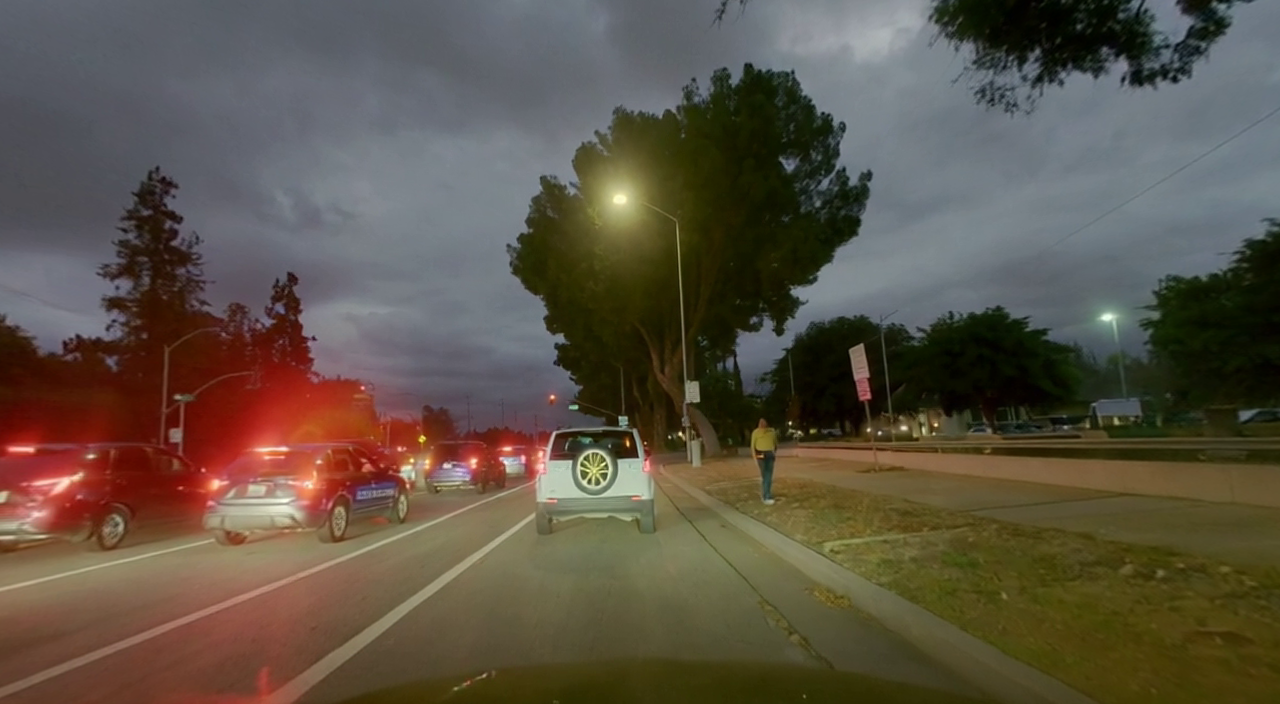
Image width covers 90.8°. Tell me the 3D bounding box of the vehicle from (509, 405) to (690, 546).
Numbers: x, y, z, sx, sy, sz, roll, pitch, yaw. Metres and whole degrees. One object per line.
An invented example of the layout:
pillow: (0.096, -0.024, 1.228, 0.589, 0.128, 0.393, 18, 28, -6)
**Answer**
vehicle: (-0.594, 1.941, 10.510, 2.368, 1.829, 4.293, 0, -9, -2)

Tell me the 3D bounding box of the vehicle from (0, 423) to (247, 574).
vehicle: (-8.811, 2.148, 10.106, 2.013, 1.826, 4.592, 0, -9, 1)

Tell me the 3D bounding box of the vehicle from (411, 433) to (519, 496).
vehicle: (-5.468, 3.570, 20.448, 2.188, 1.774, 4.477, 0, -9, 0)

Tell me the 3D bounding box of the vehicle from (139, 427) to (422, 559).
vehicle: (-5.417, 2.155, 10.440, 2.010, 1.674, 4.484, 0, -9, 0)
